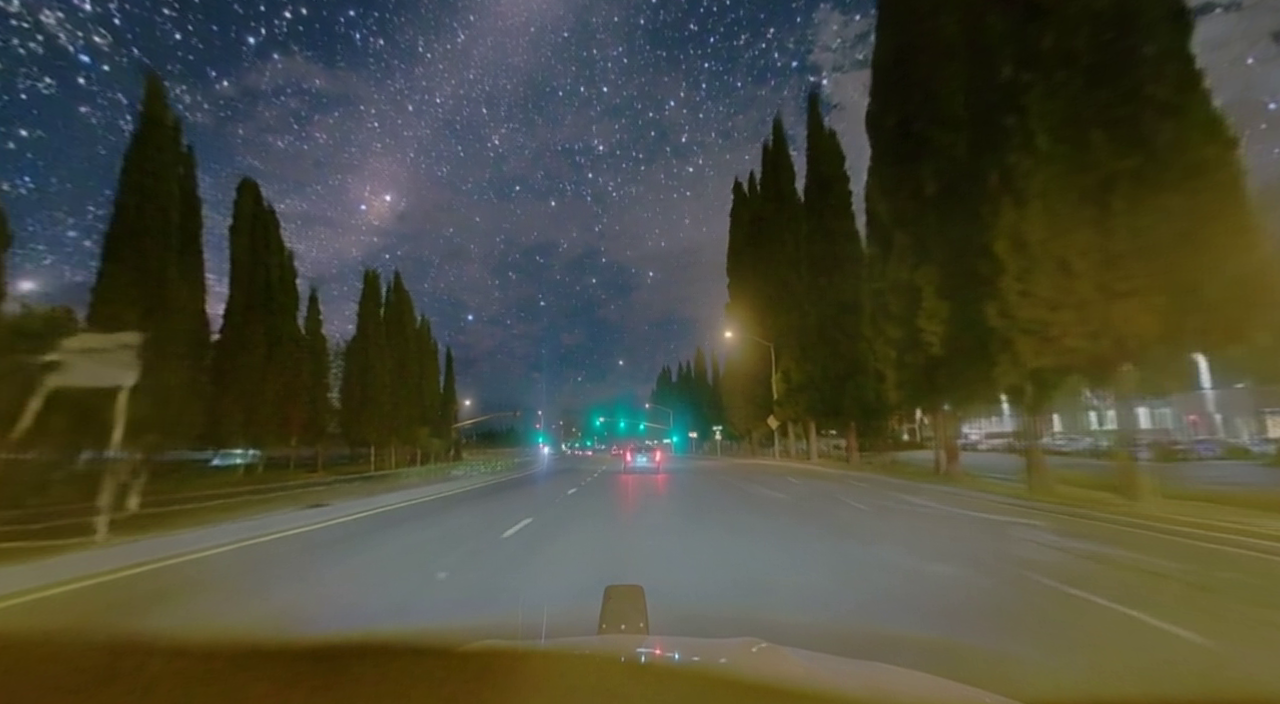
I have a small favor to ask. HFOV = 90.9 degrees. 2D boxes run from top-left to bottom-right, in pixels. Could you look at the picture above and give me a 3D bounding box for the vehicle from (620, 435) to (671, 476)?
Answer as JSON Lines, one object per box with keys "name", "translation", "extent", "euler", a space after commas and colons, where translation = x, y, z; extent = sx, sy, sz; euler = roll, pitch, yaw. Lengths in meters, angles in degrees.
{"name": "vehicle", "translation": [0.165, 4.649, 28.383], "extent": [2.135, 1.691, 3.884], "euler": [0, -9, -2]}
